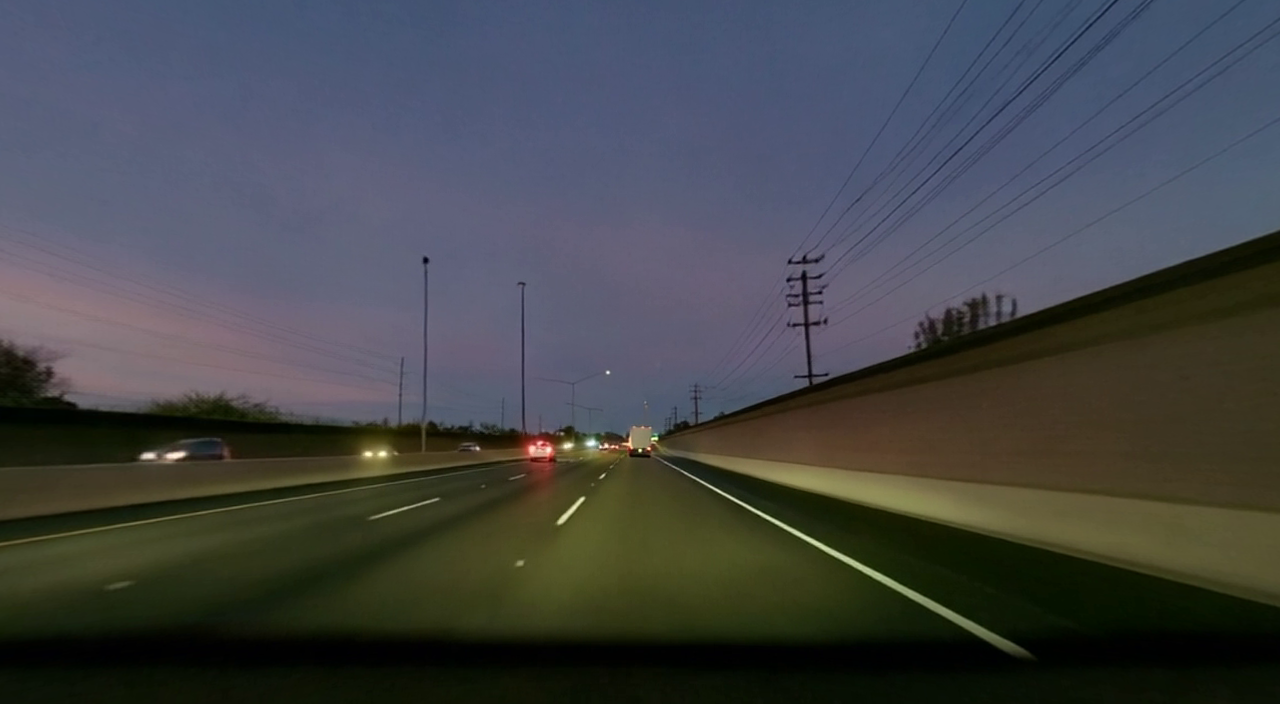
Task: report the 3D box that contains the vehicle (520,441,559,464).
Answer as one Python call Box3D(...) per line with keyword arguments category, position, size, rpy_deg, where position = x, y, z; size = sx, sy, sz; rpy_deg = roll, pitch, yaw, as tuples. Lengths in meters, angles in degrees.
Box3D(category="vehicle", position=(-7.283, 7.324, 46.138), size=(2.064, 1.642, 4.389), rpy_deg=(0, -8, 0))

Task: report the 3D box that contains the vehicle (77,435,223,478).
Box3D(category="vehicle", position=(-22.568, 4.838, 29.487), size=(2.190, 1.809, 5.776), rpy_deg=(0, -8, 0))
